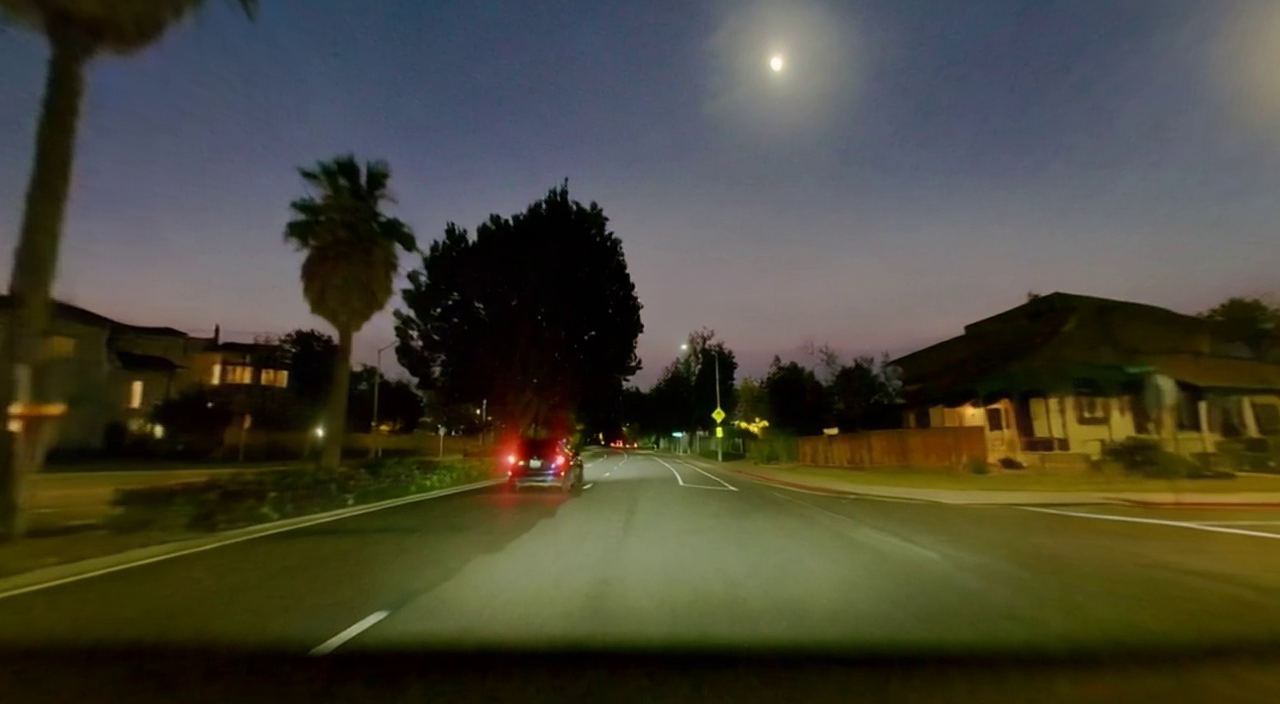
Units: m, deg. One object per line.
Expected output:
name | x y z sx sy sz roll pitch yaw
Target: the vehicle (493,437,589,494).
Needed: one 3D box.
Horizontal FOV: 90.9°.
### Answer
vehicle | -2.858 3.410 19.402 2.075 1.498 4.730 0 -8 2
